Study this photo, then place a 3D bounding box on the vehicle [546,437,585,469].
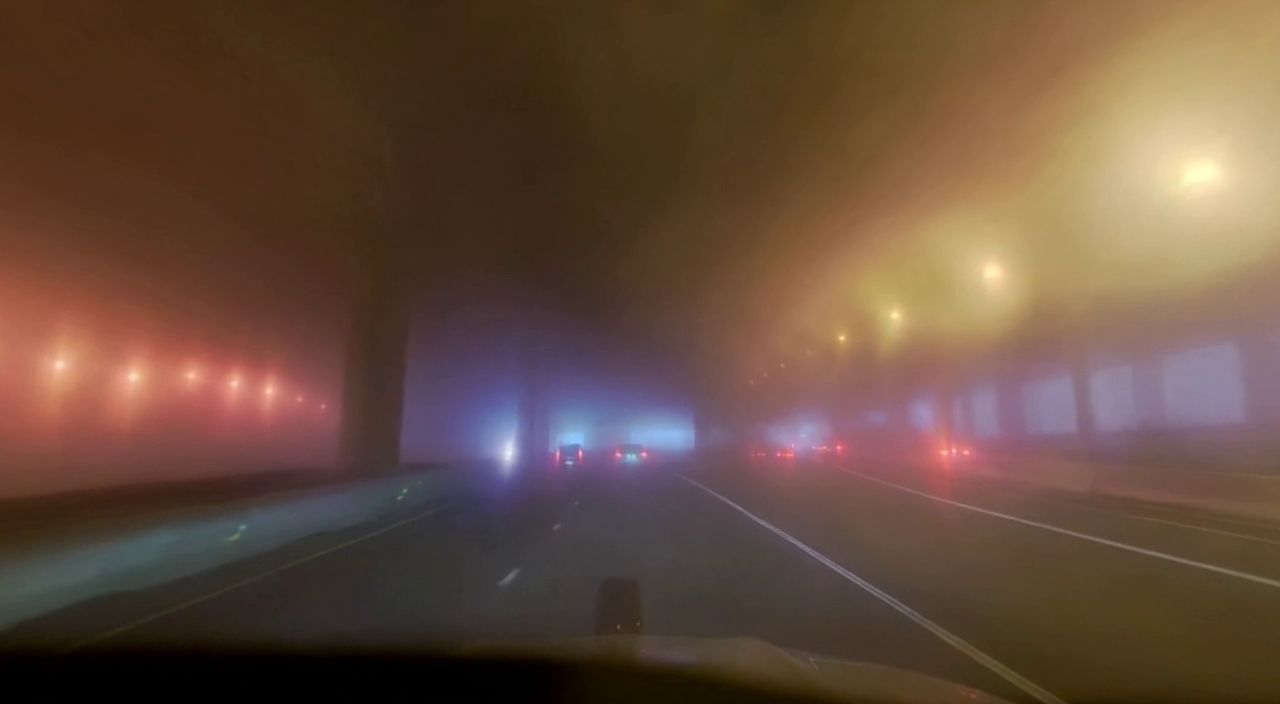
[{"bbox_3d":[-4.247,5.828,36.671,1.961,1.725,4.315,0,-8,-3],"label":"vehicle"}]
